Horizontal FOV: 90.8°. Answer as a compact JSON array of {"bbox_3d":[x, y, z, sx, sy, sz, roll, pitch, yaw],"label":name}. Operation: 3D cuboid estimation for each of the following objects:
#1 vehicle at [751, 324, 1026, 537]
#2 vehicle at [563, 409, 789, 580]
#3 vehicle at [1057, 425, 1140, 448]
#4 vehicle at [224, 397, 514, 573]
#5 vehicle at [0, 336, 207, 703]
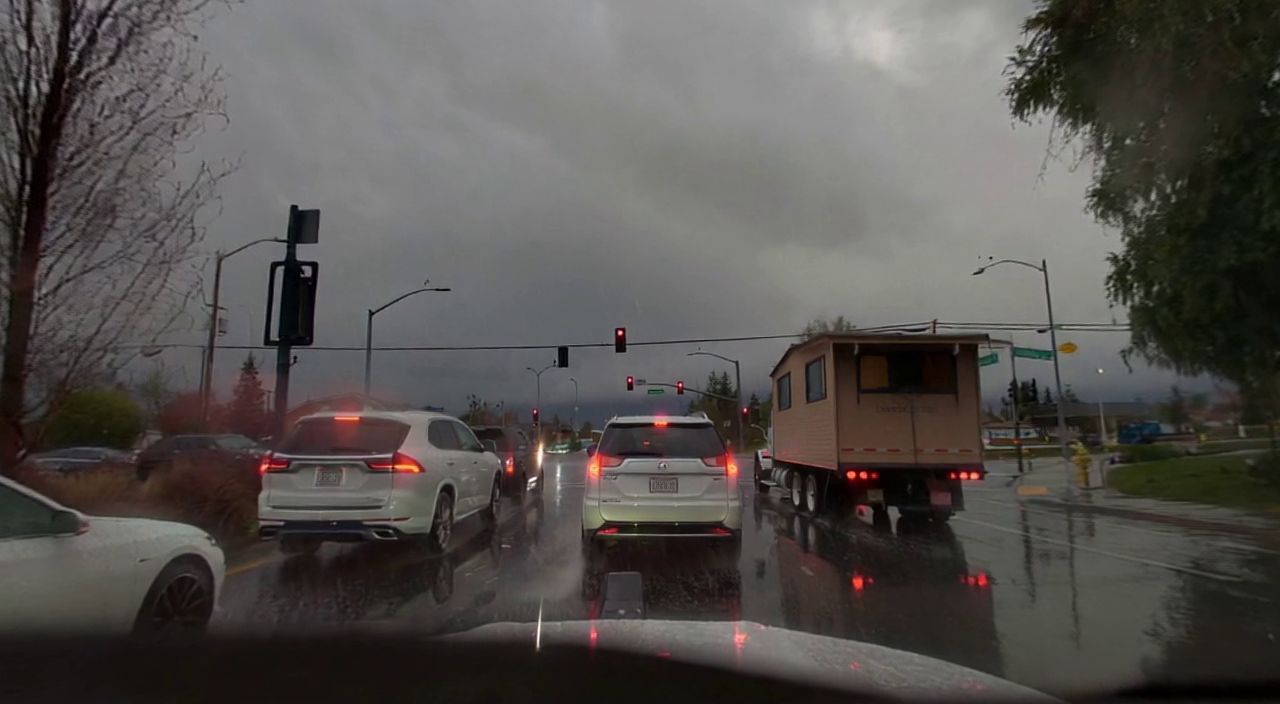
[{"bbox_3d":[3.683,1.403,11.010,2.531,2.750,5.595,0,-9,1],"label":"vehicle"},{"bbox_3d":[0.354,1.701,8.309,2.189,1.649,4.171,0,-9,0],"label":"vehicle"},{"bbox_3d":[33.170,6.159,45.876,4.671,1.595,1.824,-6,-10,31],"label":"vehicle"},{"bbox_3d":[-3.267,1.716,8.851,2.085,1.812,4.388,0,-9,0],"label":"vehicle"},{"bbox_3d":[-3.434,0.670,1.476,1.952,1.730,4.116,0,-9,-1],"label":"vehicle"}]
